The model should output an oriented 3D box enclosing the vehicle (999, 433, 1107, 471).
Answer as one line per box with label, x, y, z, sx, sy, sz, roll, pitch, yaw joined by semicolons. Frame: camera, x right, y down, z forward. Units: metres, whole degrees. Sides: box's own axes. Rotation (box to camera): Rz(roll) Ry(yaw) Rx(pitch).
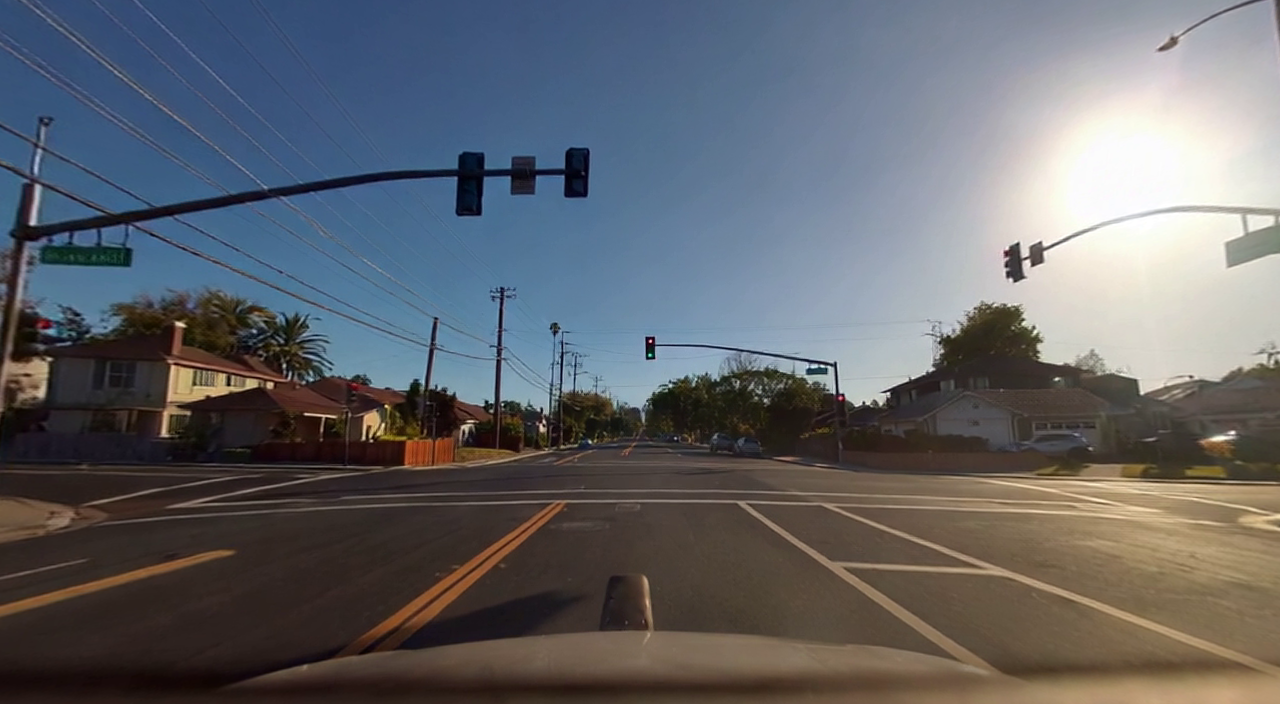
vehicle;22.885;5.568;35.218;2.030;1.927;4.853;2;-9;-14
